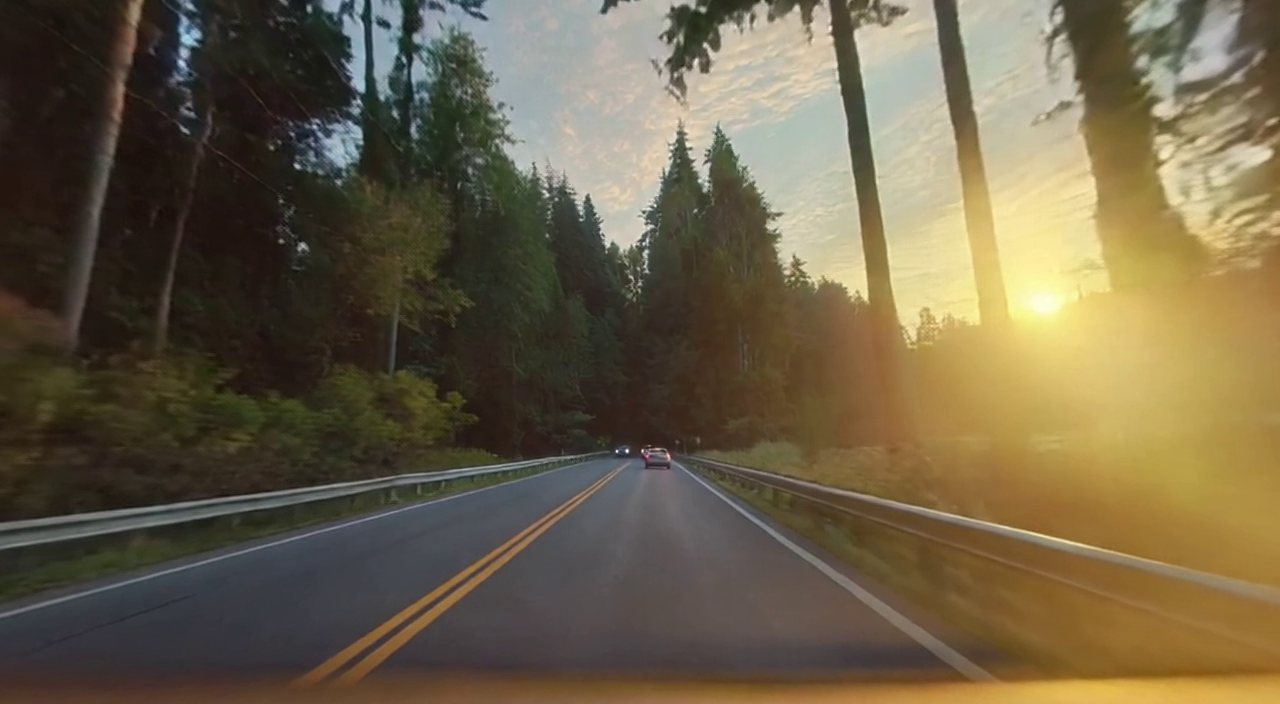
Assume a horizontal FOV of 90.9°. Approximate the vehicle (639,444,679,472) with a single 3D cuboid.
[{"bbox_3d":[1.027,5.999,35.827,2.120,1.491,4.349,0,-9,1],"label":"vehicle"}]
